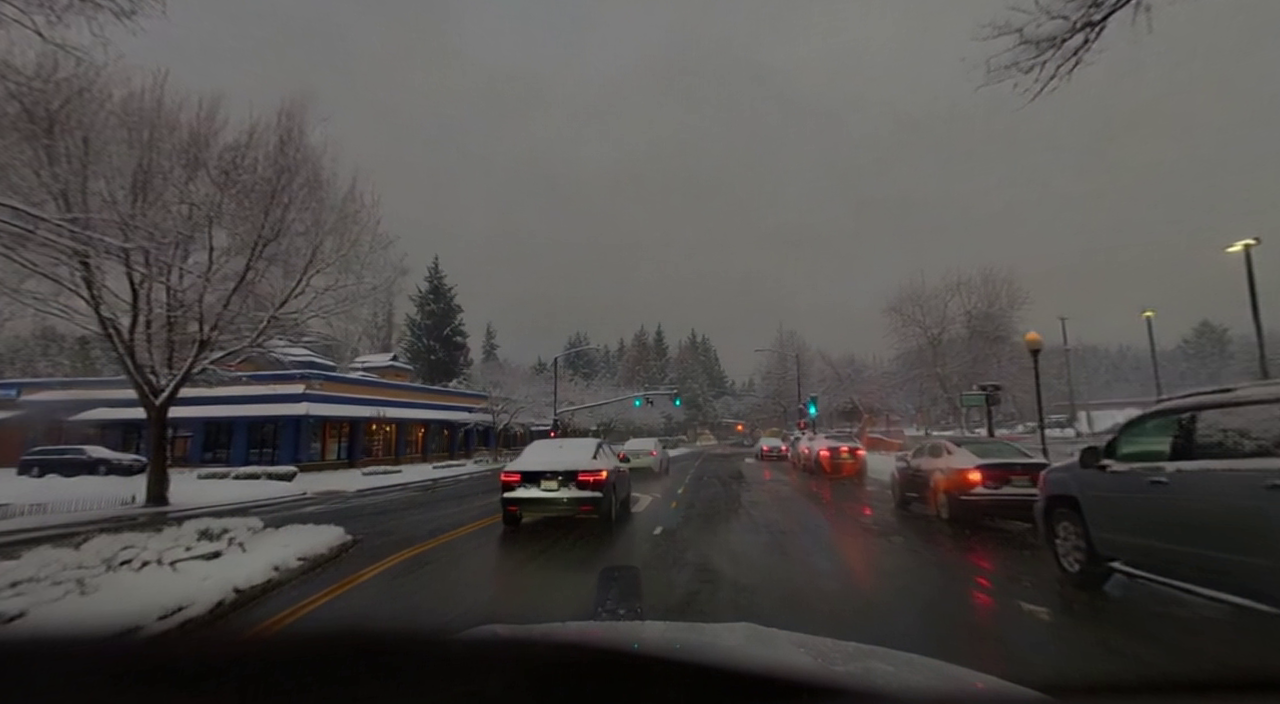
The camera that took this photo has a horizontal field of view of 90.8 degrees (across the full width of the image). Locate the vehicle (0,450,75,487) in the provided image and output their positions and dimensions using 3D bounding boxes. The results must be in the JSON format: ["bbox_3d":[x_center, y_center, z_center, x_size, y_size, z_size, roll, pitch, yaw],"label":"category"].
[{"bbox_3d":[-27.203,5.184,28.431,3.865,1.499,1.804,-6,-11,37],"label":"vehicle"}]

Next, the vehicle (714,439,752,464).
[{"bbox_3d":[5.635,6.101,38.852,2.095,1.473,4.301,-1,-8,6],"label":"vehicle"}]

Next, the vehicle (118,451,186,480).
[{"bbox_3d":[-26.109,6.035,33.765,3.527,1.390,1.681,-6,-10,33],"label":"vehicle"}]

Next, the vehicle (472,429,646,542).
[{"bbox_3d":[-1.080,2.112,10.723,1.968,1.497,4.286,-1,-8,6],"label":"vehicle"}]

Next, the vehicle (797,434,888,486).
[{"bbox_3d":[6.490,3.504,20.784,1.910,1.493,4.490,-1,-8,6],"label":"vehicle"}]

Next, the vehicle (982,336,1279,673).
[{"bbox_3d":[4.903,0.992,4.398,2.324,1.907,5.634,-1,-8,6],"label":"vehicle"}]

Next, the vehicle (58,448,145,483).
[{"bbox_3d":[-26.671,5.550,31.266,4.127,1.583,1.978,-5,-10,32],"label":"vehicle"}]
